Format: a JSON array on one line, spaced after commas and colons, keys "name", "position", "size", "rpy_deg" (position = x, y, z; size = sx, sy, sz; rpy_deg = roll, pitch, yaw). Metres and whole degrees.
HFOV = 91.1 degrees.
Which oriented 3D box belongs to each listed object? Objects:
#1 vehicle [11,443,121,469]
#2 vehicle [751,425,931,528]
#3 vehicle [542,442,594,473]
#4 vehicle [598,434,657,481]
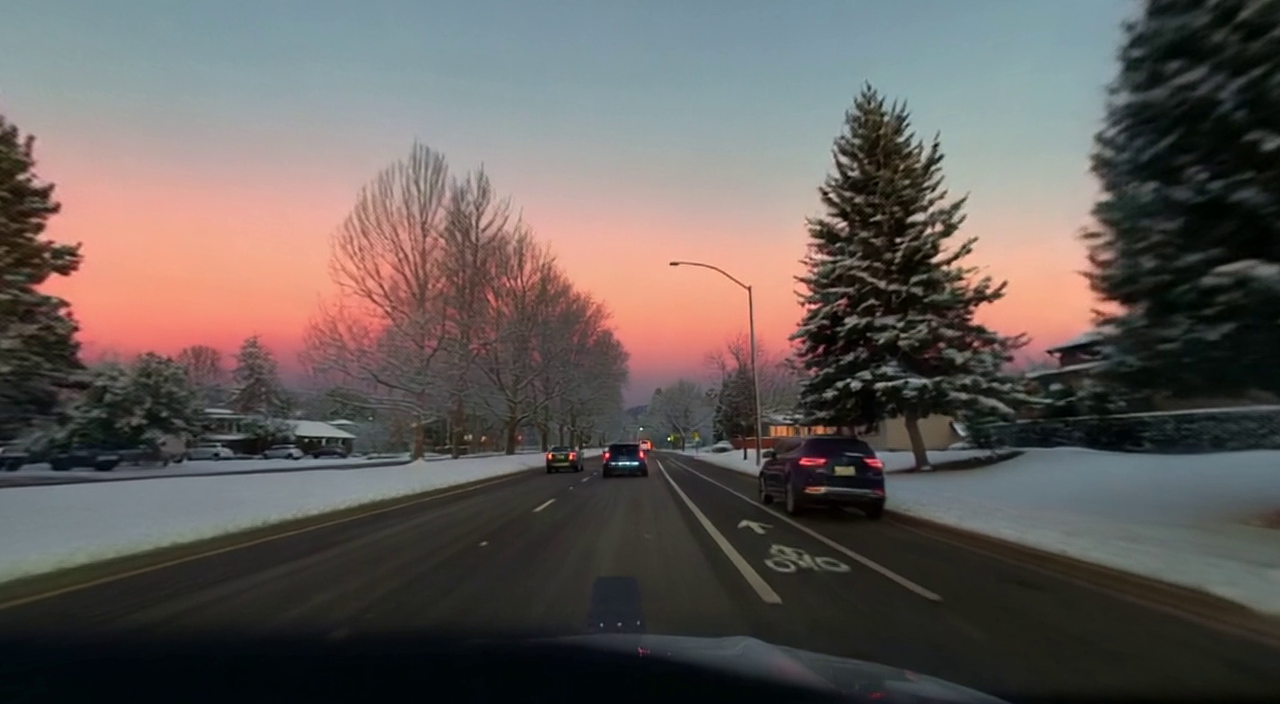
[{"name": "vehicle", "position": [-32.316, 5.853, 35.422], "size": [4.497, 1.418, 1.783], "rpy_deg": [0, -9, 2]}, {"name": "vehicle", "position": [3.896, 2.501, 13.227], "size": [2.332, 1.769, 4.518], "rpy_deg": [0, -8, 1]}, {"name": "vehicle", "position": [-3.562, 5.286, 31.670], "size": [2.032, 1.433, 4.458], "rpy_deg": [0, -8, 1]}, {"name": "vehicle", "position": [-0.497, 4.250, 25.629], "size": [2.220, 1.742, 4.047], "rpy_deg": [0, -8, 0]}]
